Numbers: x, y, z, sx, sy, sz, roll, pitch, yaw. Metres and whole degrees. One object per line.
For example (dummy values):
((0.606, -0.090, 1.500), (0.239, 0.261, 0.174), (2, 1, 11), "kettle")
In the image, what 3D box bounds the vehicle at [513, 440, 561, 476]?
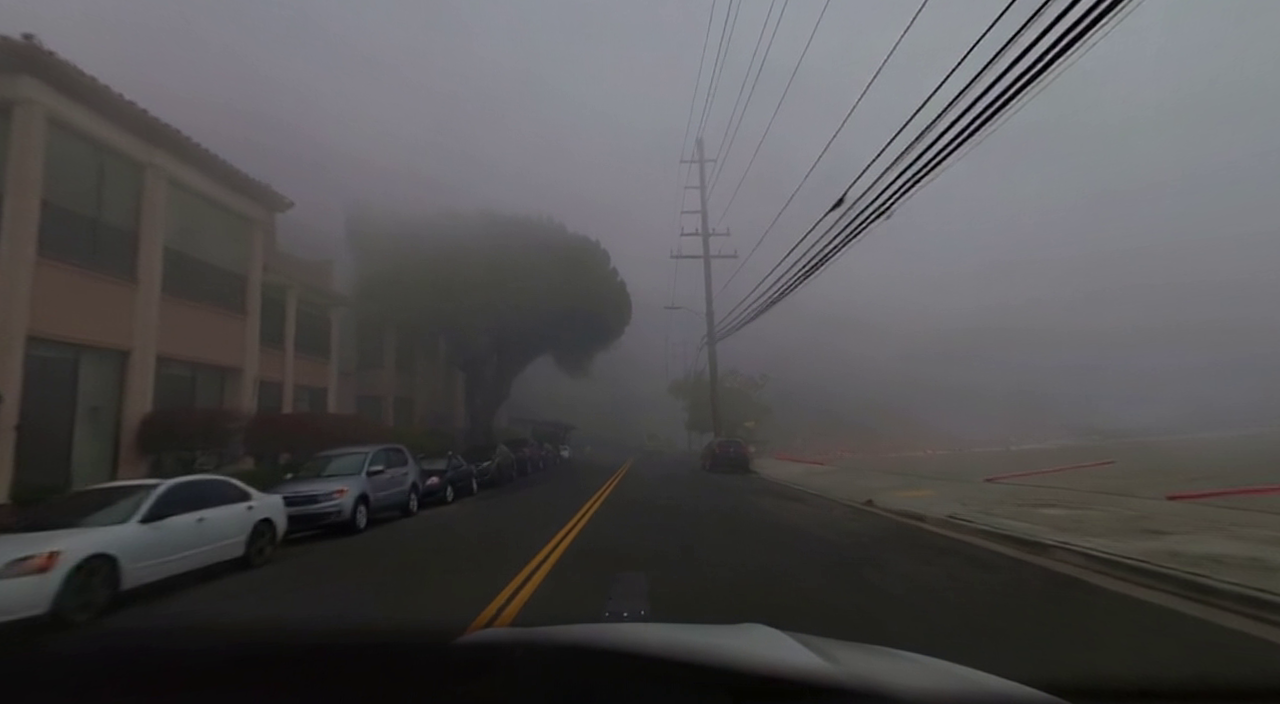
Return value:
((-5.755, 5.930, 35.767), (2.126, 1.864, 4.831), (0, -8, -2), "vehicle")

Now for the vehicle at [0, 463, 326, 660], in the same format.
((-5.960, 2.150, 7.570), (1.982, 1.453, 4.577), (0, -8, 1), "vehicle")

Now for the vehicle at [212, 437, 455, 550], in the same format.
((-5.815, 2.698, 12.993), (2.286, 1.836, 5.088), (-1, -8, 2), "vehicle")

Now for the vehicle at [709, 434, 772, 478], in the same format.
((3.994, 4.210, 25.774), (1.948, 1.607, 4.873), (0, -8, 2), "vehicle")
